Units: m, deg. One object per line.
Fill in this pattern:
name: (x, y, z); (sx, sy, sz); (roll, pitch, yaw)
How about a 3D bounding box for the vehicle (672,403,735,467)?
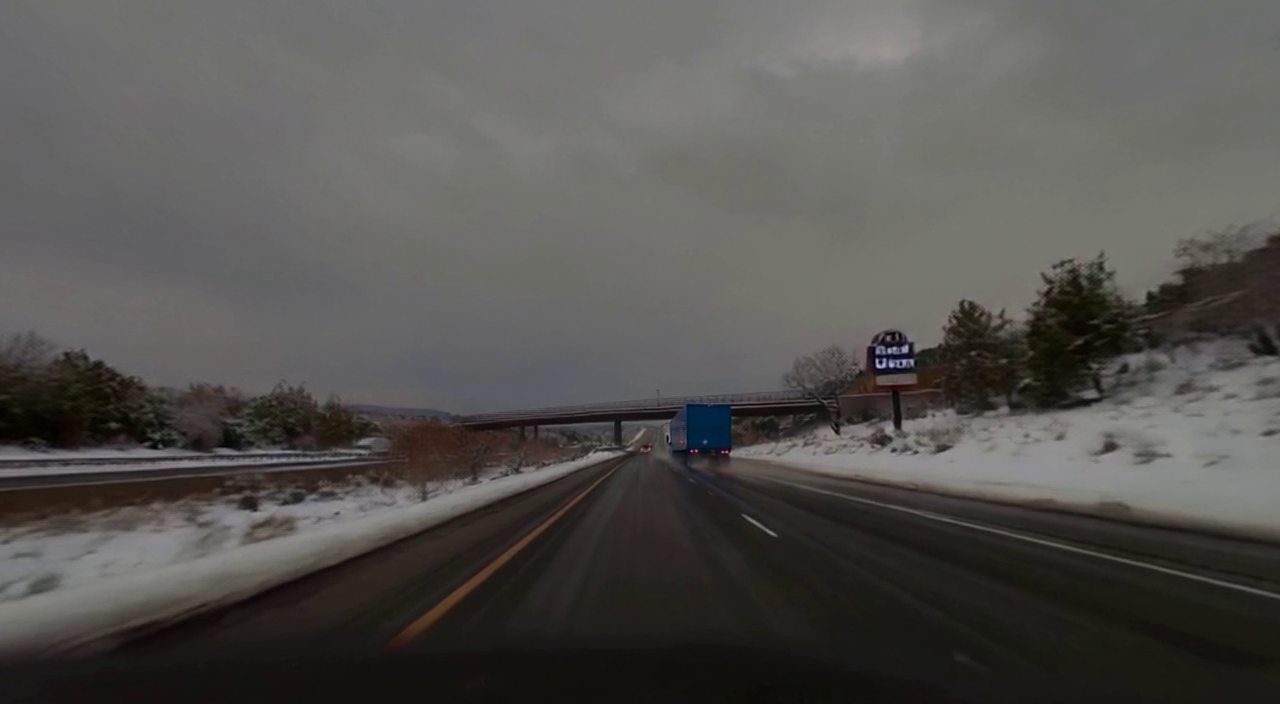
vehicle: (4.109, 5.771, 43.097); (3.024, 3.834, 10.128); (0, -8, -1)
